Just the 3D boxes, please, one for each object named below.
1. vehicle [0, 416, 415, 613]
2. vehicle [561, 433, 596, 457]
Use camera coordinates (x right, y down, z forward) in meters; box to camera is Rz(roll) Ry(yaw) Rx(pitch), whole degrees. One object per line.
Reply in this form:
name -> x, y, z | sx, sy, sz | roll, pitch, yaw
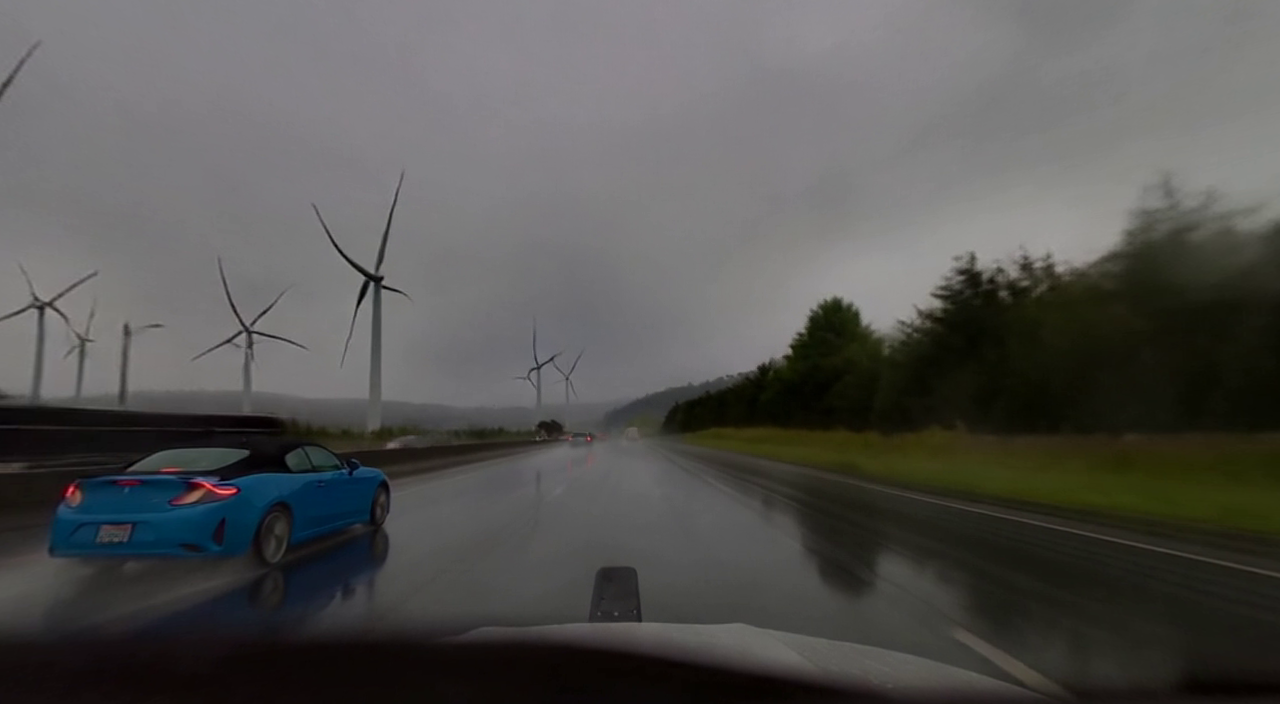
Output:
vehicle -> -4.126, 1.464, 6.716 | 1.969, 1.413, 4.194 | 0, -8, -1
vehicle -> -3.925, 5.975, 40.785 | 2.024, 1.456, 3.754 | 0, -8, -1
